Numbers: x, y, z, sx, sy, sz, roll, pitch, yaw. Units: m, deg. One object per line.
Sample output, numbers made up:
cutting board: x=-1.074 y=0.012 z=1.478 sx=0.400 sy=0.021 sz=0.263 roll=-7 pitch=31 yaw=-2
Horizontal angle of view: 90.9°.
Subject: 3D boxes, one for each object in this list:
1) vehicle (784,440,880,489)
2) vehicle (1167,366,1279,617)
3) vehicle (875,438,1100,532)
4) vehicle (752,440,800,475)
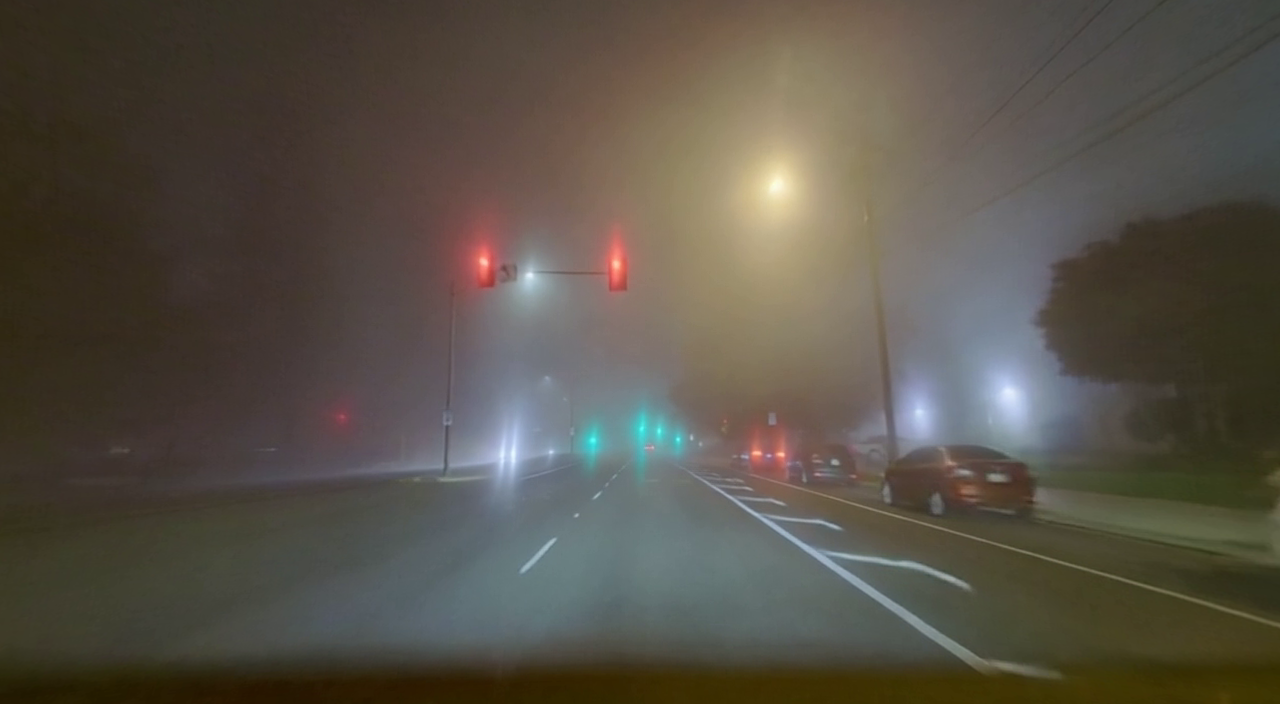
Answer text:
vehicle: x=6.393 y=3.791 z=21.564 sx=1.976 sy=1.498 sz=4.390 roll=0 pitch=-9 yaw=1
vehicle: x=6.120 y=0.860 z=3.372 sx=2.293 sy=1.942 sz=5.004 roll=0 pitch=-9 yaw=1
vehicle: x=6.292 y=2.420 z=12.152 sx=1.936 sy=1.456 sz=4.445 roll=0 pitch=-9 yaw=2
vehicle: x=6.555 y=5.100 z=30.650 sx=1.752 sy=1.590 sz=3.090 roll=0 pitch=-9 yaw=2
